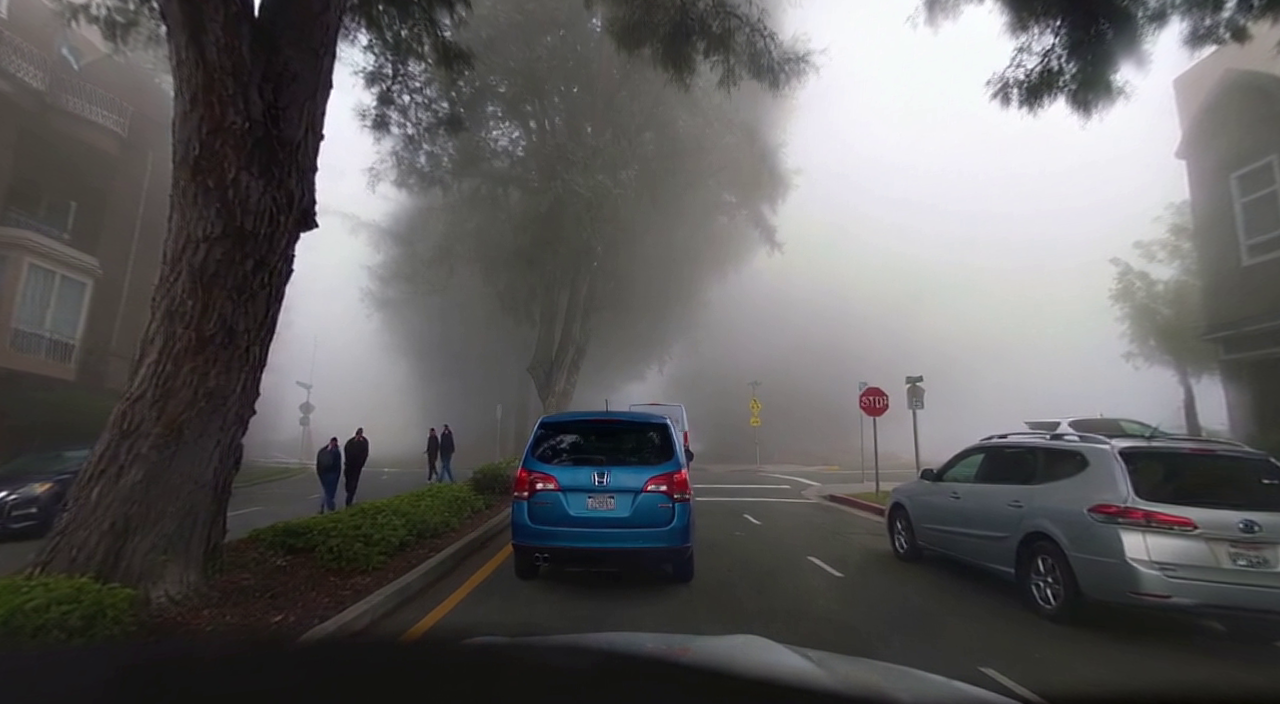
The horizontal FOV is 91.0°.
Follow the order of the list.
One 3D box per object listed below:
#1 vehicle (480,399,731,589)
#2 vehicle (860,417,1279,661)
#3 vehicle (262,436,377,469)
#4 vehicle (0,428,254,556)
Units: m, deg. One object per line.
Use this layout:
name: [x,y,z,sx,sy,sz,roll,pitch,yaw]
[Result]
vehicle: [-0.355,1.698,8.392,2.377,1.787,4.652,0,-8,-1]
vehicle: [4.224,1.666,6.707,1.959,1.581,4.731,4,-9,-2]
vehicle: [-15.012,4.720,29.651,4.387,1.495,1.811,1,-8,-3]
vehicle: [-8.284,2.006,9.853,1.825,1.532,4.083,-3,-7,2]
